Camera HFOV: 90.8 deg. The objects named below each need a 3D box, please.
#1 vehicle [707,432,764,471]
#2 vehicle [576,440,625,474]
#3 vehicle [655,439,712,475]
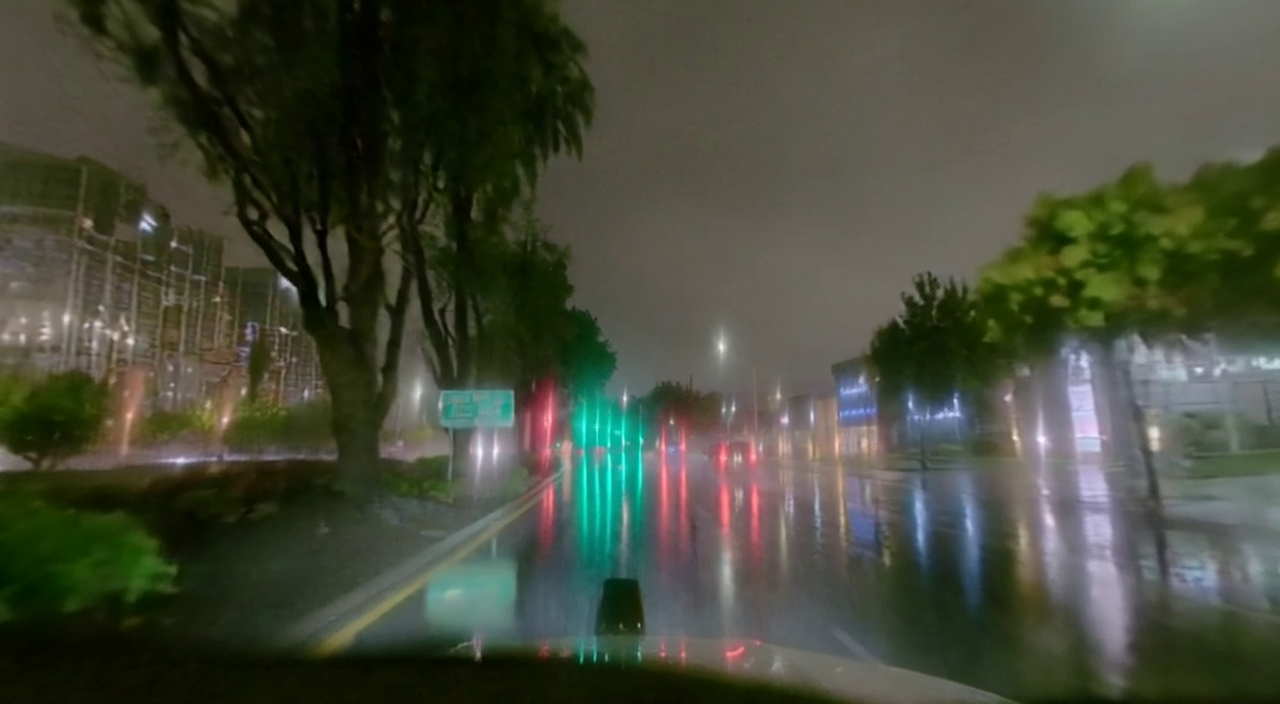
[{"bbox_3d":[5.182,5.496,35.074,2.052,1.990,4.736,0,-8,-5],"label":"vehicle"},{"bbox_3d":[-1.853,4.873,29.636,2.101,1.444,4.248,0,-8,-4],"label":"vehicle"},{"bbox_3d":[1.938,4.846,29.396,1.993,1.477,4.240,0,-8,-5],"label":"vehicle"}]
